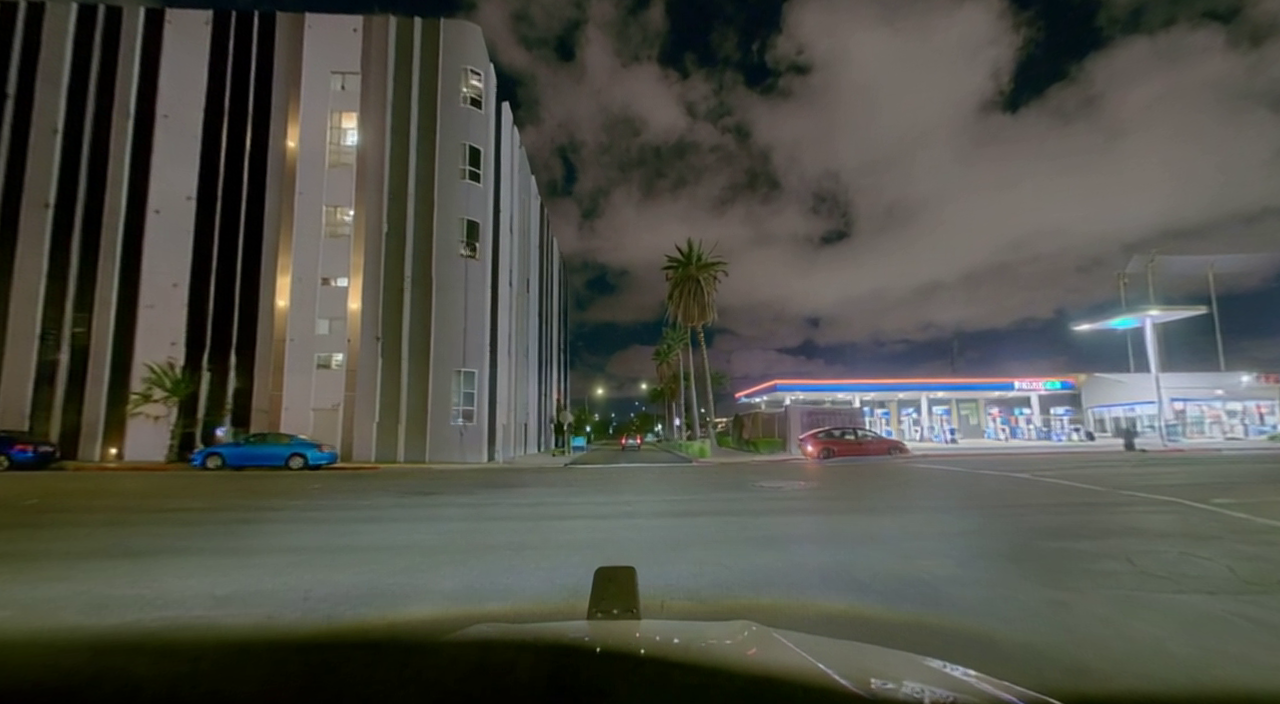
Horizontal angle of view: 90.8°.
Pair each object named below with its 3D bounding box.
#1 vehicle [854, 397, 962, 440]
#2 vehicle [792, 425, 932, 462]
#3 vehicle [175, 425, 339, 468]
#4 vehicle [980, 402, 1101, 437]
[{"bbox_3d":[16.189,4.064,38.366,5.524,2.504,2.196,0,-8,-3],"label":"vehicle"},{"bbox_3d":[8.581,3.556,24.595,4.782,1.371,1.763,1,-9,-5],"label":"vehicle"},{"bbox_3d":[-13.969,3.460,23.229,4.857,1.497,1.811,0,-9,1],"label":"vehicle"},{"bbox_3d":[28.450,4.845,45.033,7.026,2.329,2.545,1,-6,-4],"label":"vehicle"}]
